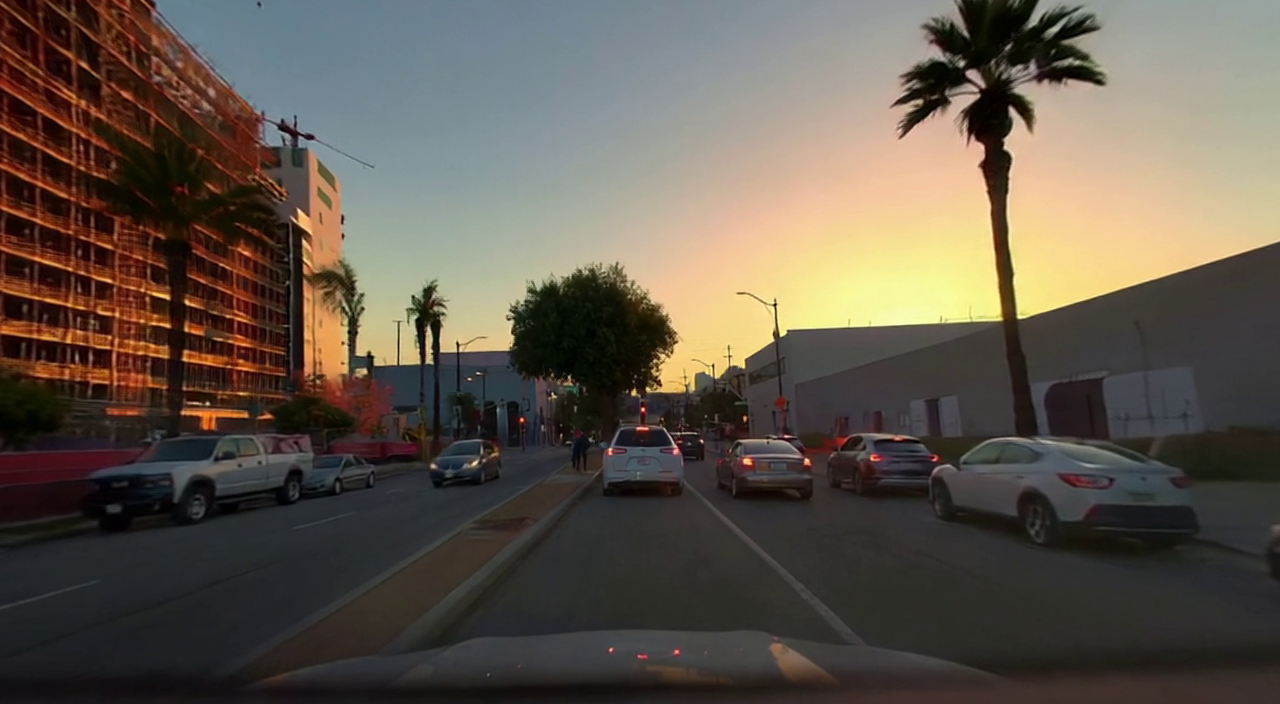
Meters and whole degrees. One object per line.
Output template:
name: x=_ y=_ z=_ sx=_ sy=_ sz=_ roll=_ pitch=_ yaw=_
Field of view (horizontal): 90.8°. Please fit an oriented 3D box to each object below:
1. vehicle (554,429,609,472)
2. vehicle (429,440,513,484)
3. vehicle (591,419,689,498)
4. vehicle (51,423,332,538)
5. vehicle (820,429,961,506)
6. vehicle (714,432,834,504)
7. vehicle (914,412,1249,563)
vehicle: x=-2.660 y=4.648 z=29.954 sx=2.180 sy=1.879 sz=4.452 roll=0 pitch=-8 yaw=0
vehicle: x=-6.264 y=4.126 z=23.971 sx=2.020 sy=1.486 sz=4.363 roll=0 pitch=-8 yaw=0
vehicle: x=-0.009 y=2.788 z=16.821 sx=2.264 sy=1.798 sz=4.258 roll=0 pitch=-8 yaw=0
vehicle: x=-10.024 y=2.975 z=15.061 sx=2.294 sy=1.948 sz=6.025 roll=-6 pitch=-10 yaw=0
vehicle: x=6.155 y=2.830 z=16.125 sx=1.819 sy=1.672 sz=4.139 roll=0 pitch=-7 yaw=-1
vehicle: x=3.079 y=2.753 z=15.393 sx=1.999 sy=1.487 sz=3.939 roll=0 pitch=-8 yaw=-1
vehicle: x=6.336 y=1.971 z=9.952 sx=1.886 sy=1.792 sz=4.525 roll=0 pitch=-8 yaw=-1
